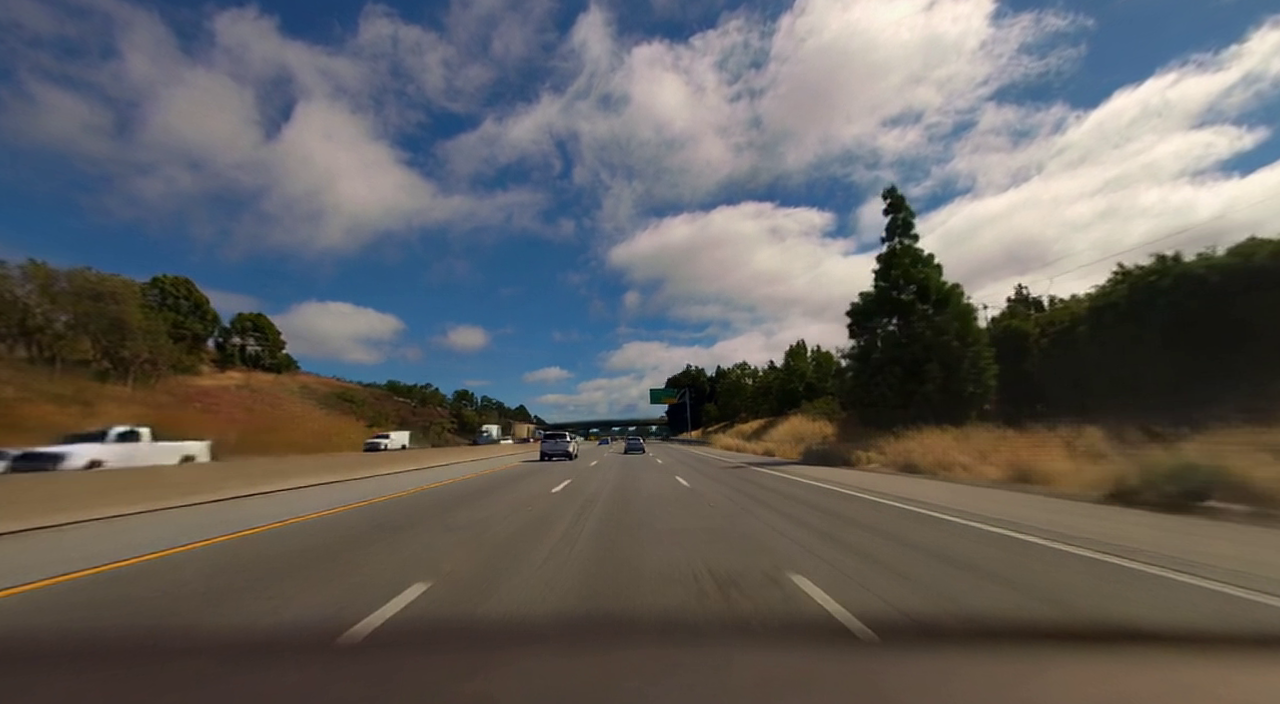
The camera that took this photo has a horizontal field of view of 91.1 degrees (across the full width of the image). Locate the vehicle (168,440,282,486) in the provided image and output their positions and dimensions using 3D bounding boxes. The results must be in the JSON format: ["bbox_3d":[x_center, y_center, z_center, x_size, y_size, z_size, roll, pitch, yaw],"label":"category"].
[{"bbox_3d":[-16.219,4.316,24.850,1.863,1.586,3.932,0,-8,-1],"label":"vehicle"}]

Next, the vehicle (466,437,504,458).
[{"bbox_3d":[-12.031,7.408,48.998,1.891,1.522,4.210,0,-8,0],"label":"vehicle"}]

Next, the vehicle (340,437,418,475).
[{"bbox_3d":[-12.014,4.771,29.246,1.938,1.567,4.376,0,-8,-3],"label":"vehicle"}]

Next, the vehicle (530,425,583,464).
[{"bbox_3d":[-4.291,4.850,33.078,2.115,1.887,4.721,0,-8,0],"label":"vehicle"}]

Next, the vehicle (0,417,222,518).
[{"bbox_3d":[-12.319,2.523,14.413,2.176,1.901,4.882,0,-8,-2],"label":"vehicle"}]
